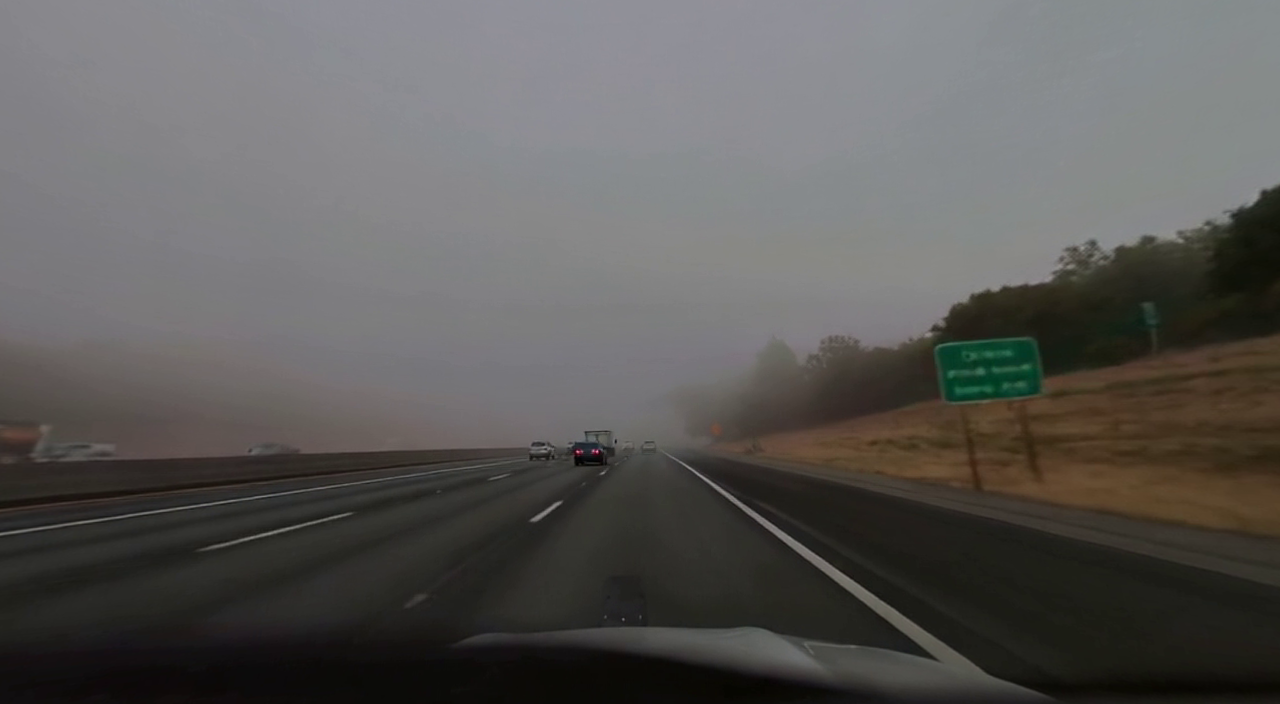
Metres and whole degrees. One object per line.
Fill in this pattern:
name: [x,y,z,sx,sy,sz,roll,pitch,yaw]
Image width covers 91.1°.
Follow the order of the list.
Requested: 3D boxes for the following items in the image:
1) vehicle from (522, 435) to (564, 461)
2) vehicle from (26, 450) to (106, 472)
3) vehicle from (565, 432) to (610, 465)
vehicle: [-6.711,6.715,43.940,2.078,1.729,4.722,0,-8,2]
vehicle: [-41.269,7.815,45.277,1.700,1.439,4.347,0,-8,0]
vehicle: [-2.880,5.413,35.296,2.194,1.766,3.720,0,-8,1]
